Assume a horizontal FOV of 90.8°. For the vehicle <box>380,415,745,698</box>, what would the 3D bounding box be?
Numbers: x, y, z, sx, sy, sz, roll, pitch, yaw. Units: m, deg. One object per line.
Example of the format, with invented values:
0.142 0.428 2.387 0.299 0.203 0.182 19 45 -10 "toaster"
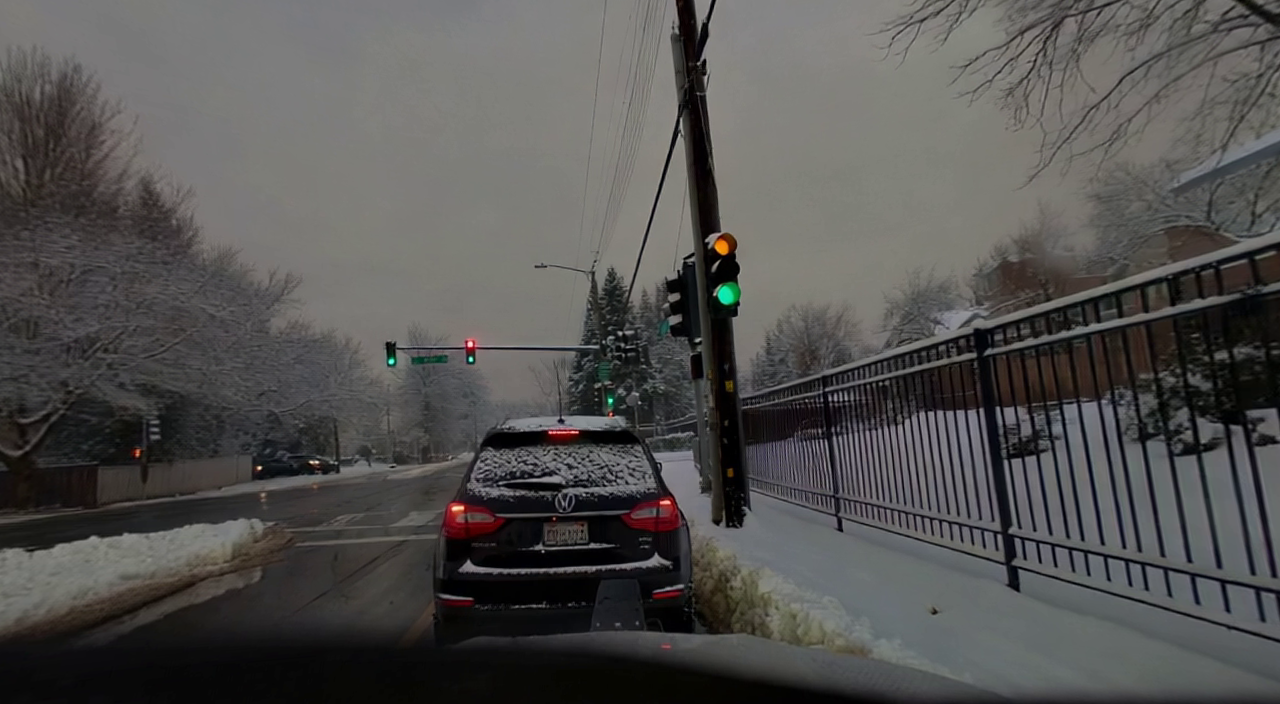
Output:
-0.680 1.393 5.444 2.024 1.502 3.702 1 -9 -9 "vehicle"
